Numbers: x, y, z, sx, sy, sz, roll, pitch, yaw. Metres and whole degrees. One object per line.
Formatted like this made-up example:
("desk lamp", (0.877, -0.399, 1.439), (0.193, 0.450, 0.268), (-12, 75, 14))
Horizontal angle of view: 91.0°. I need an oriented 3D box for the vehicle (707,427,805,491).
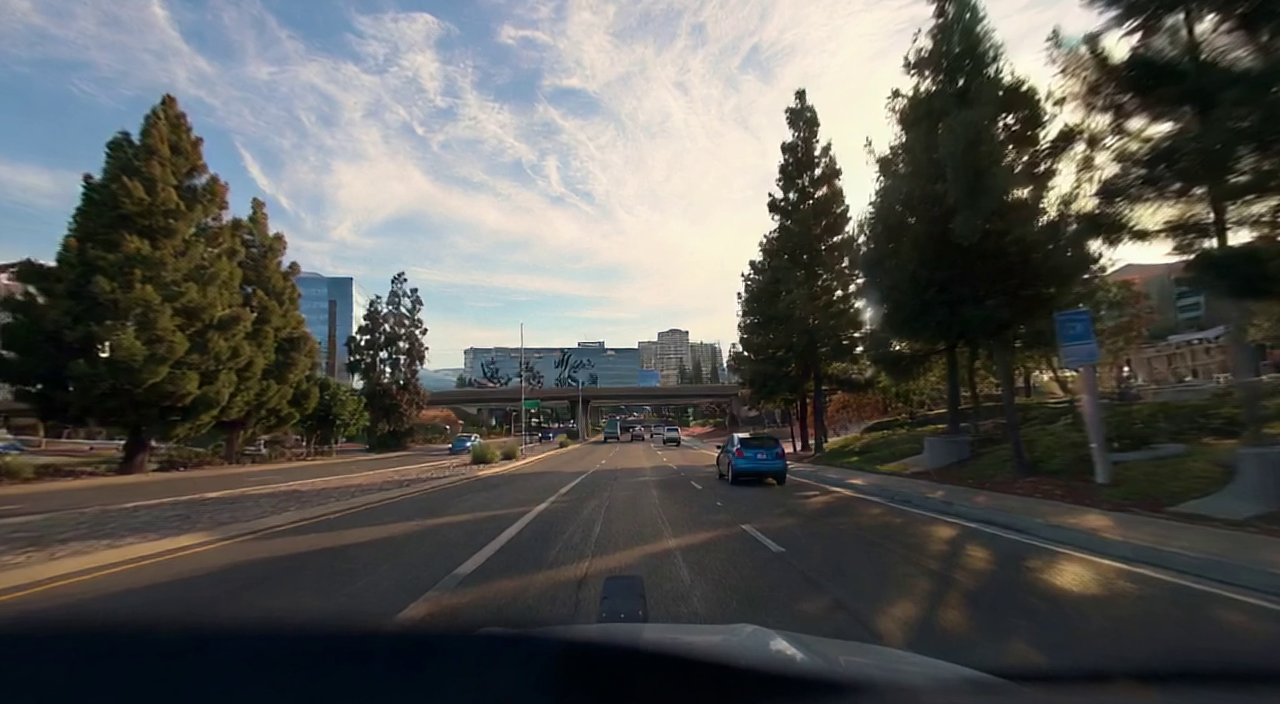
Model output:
("vehicle", (3.400, 3.249, 19.357), (2.110, 1.712, 4.489), (0, -9, 0))
